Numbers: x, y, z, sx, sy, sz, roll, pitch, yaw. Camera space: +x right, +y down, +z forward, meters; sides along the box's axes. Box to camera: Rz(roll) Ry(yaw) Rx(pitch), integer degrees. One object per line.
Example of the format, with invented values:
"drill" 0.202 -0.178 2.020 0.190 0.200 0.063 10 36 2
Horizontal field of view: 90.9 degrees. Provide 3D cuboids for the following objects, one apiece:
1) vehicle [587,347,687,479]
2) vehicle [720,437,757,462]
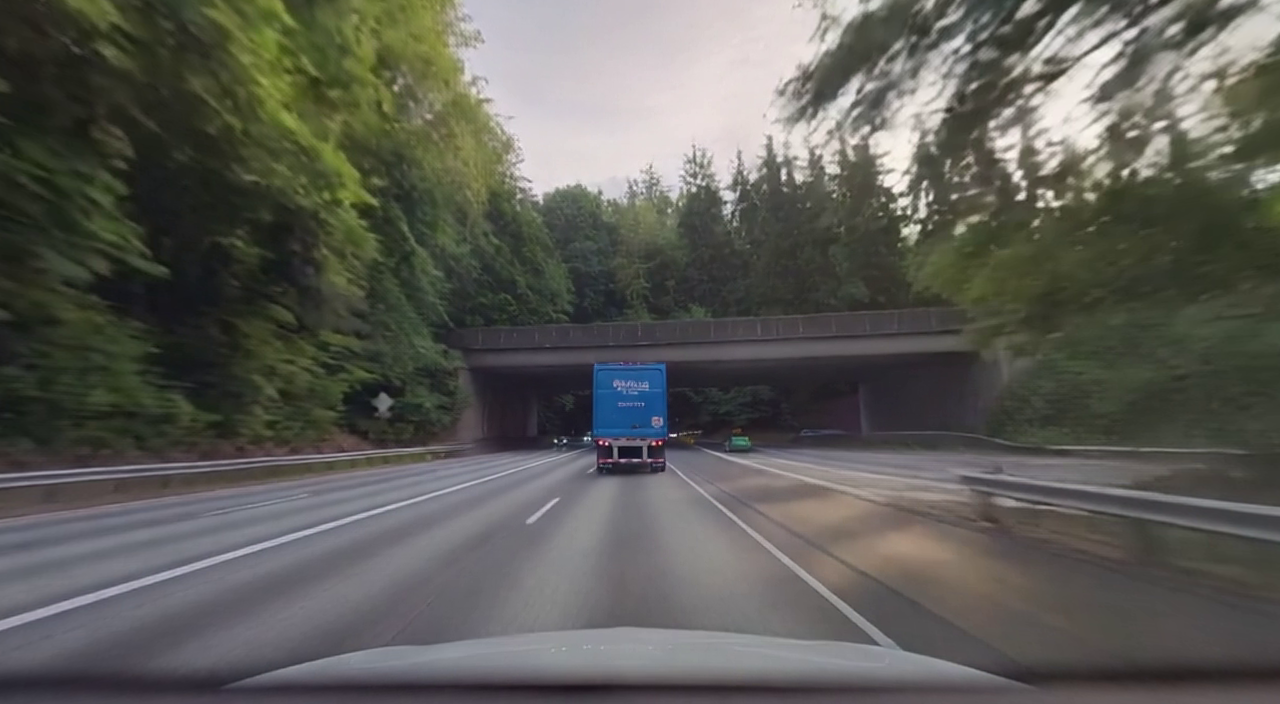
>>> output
"vehicle" -0.322 2.436 23.576 2.895 3.861 10.213 0 -8 -3
"vehicle" 7.348 7.316 47.528 2.050 1.637 4.397 3 -7 0
